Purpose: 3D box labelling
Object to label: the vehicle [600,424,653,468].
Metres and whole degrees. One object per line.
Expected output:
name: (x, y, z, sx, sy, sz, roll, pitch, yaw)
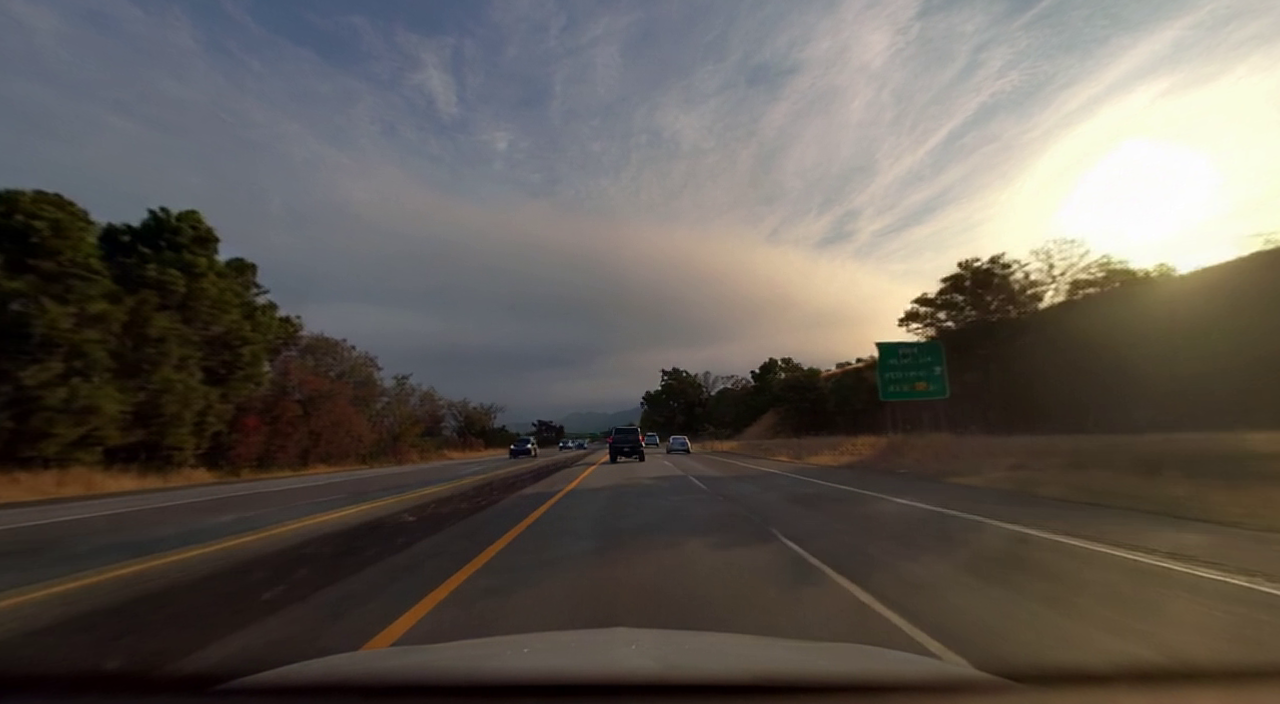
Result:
vehicle: (-0.692, 4.744, 32.021, 2.503, 2.044, 4.633, 0, -8, -1)
